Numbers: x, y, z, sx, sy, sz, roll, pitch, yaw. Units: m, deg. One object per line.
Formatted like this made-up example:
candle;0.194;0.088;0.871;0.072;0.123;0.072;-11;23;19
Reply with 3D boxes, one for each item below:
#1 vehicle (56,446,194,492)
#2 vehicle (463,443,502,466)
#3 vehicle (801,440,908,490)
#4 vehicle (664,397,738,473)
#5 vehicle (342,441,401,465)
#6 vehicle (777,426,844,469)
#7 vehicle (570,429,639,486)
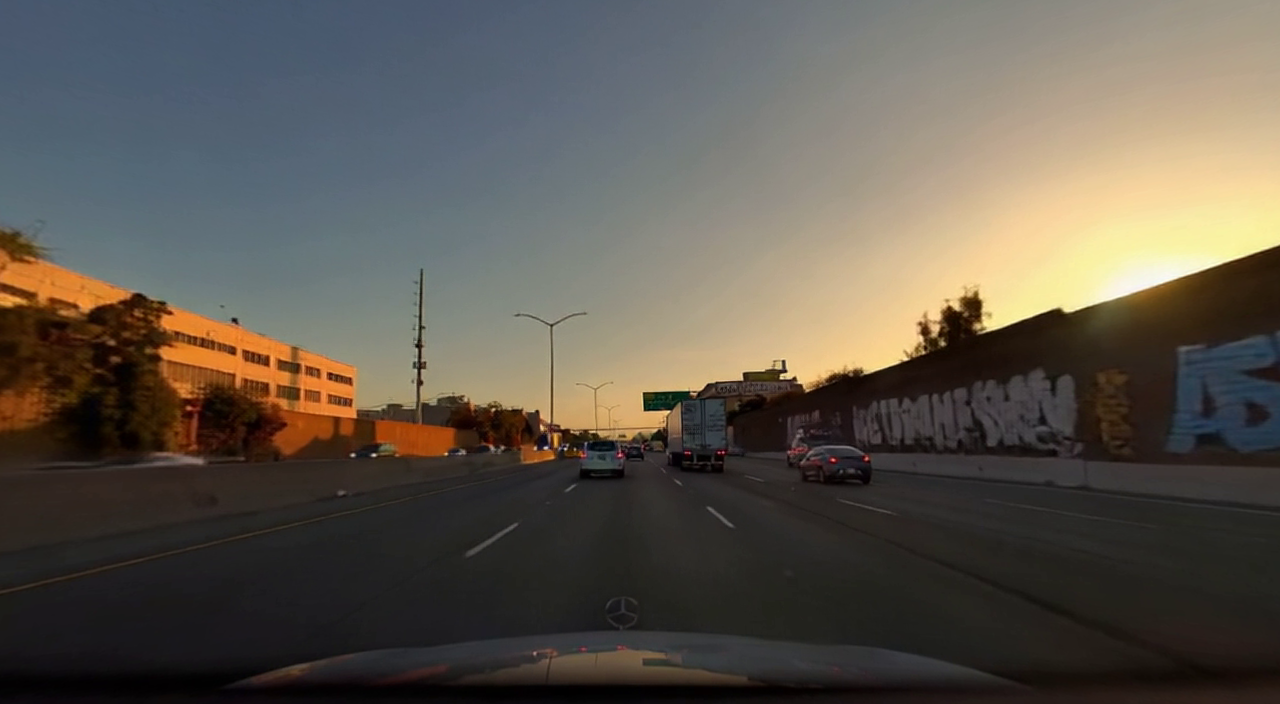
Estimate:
vehicle;-17.181;3.893;21.327;1.607;1.389;3.580;0;-9;0
vehicle;-10.892;7.126;43.880;1.674;1.481;3.535;1;-9;1
vehicle;7.049;3.747;21.337;1.915;1.476;4.677;0;-9;-1
vehicle;3.233;4.928;36.800;2.976;3.806;10.591;0;-9;-1
vehicle;-19.387;7.324;45.849;2.164;1.657;4.809;0;-9;0
vehicle;10.054;5.731;37.896;2.322;2.360;6.433;0;-9;1
vehicle;-1.318;3.870;23.354;2.249;1.843;5.176;1;-9;-3
